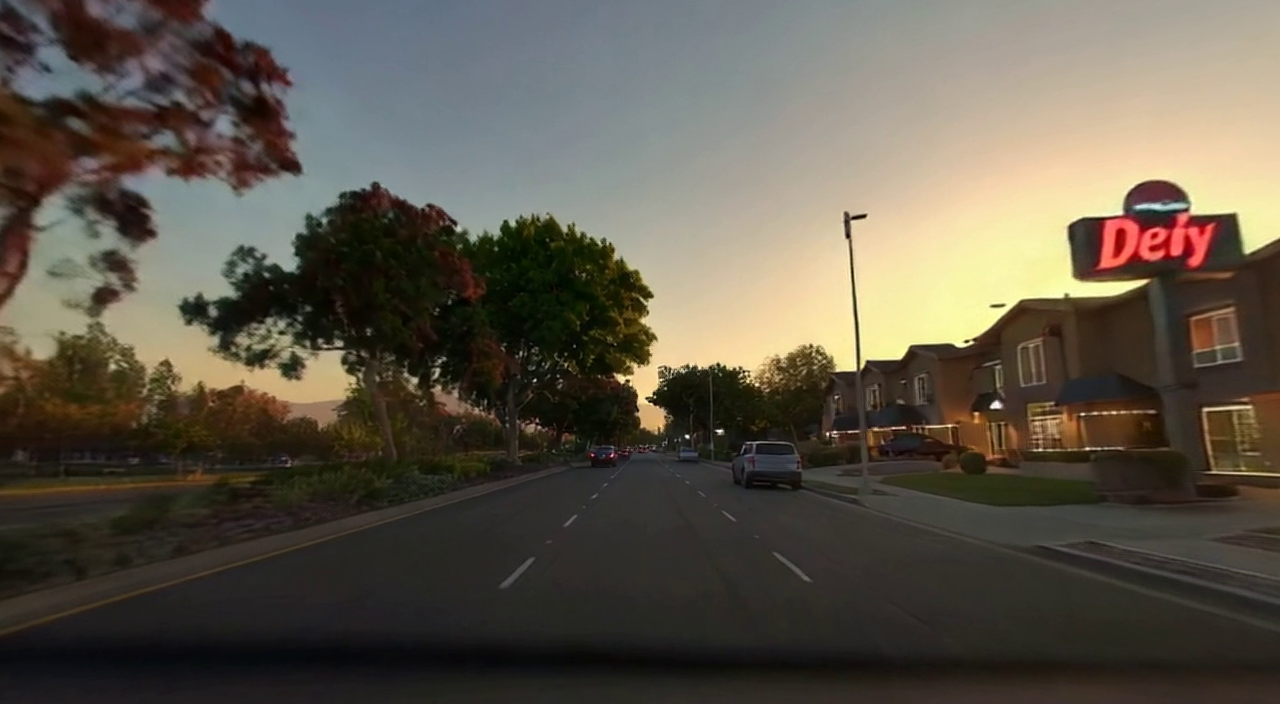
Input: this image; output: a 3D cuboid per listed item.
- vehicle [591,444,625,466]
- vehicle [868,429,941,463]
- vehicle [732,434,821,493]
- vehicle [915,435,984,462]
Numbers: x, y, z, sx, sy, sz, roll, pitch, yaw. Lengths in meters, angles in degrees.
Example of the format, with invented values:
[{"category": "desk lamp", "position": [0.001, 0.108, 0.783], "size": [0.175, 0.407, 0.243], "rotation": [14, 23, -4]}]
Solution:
[{"category": "vehicle", "position": [-2.309, 7.521, 46.168], "size": [2.176, 1.543, 4.335], "rotation": [0, -8, 1]}, {"category": "vehicle", "position": [15.022, 5.398, 36.150], "size": [2.202, 1.822, 4.978], "rotation": [-1, -8, 3]}, {"category": "vehicle", "position": [4.484, 3.736, 21.502], "size": [2.067, 1.755, 4.616], "rotation": [0, -8, 1]}, {"category": "vehicle", "position": [17.782, 5.560, 36.448], "size": [1.953, 1.488, 4.129], "rotation": [0, -8, 1]}]
